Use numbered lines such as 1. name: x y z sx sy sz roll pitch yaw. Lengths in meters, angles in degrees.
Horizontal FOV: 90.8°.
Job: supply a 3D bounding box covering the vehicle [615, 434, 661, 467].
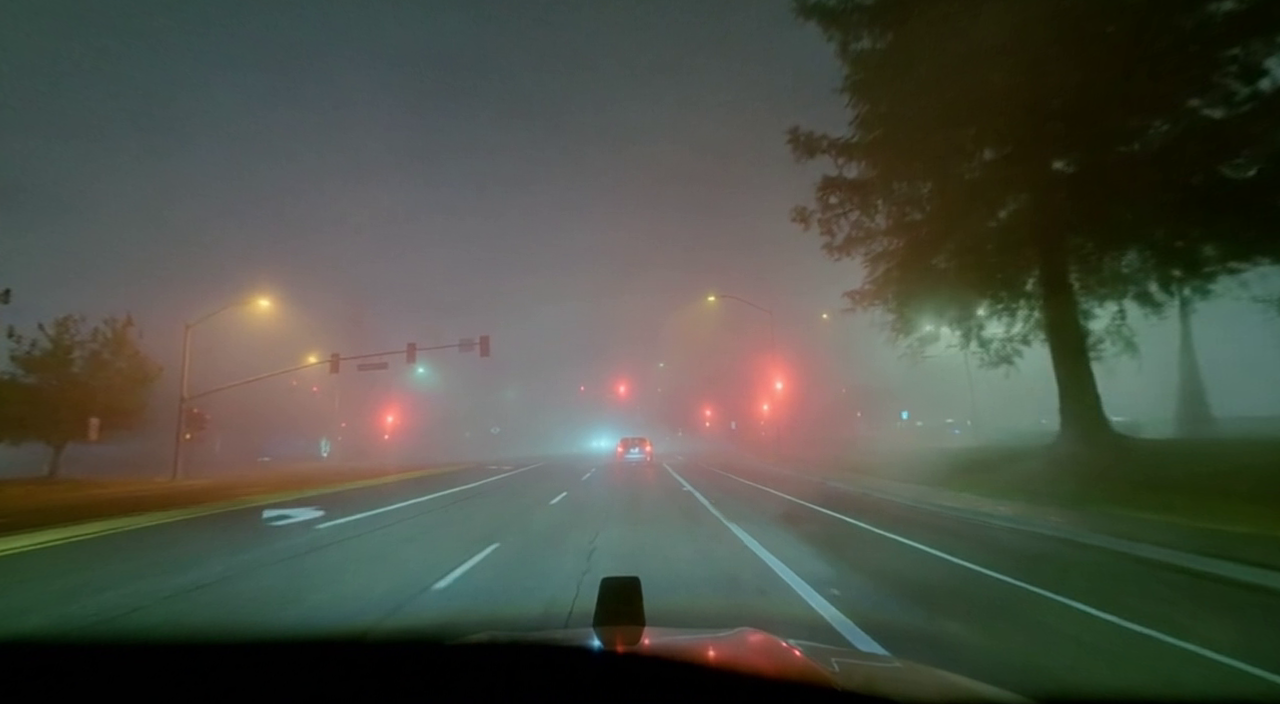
1. vehicle: -0.122 4.769 30.593 2.107 1.470 3.974 0 -9 -1
